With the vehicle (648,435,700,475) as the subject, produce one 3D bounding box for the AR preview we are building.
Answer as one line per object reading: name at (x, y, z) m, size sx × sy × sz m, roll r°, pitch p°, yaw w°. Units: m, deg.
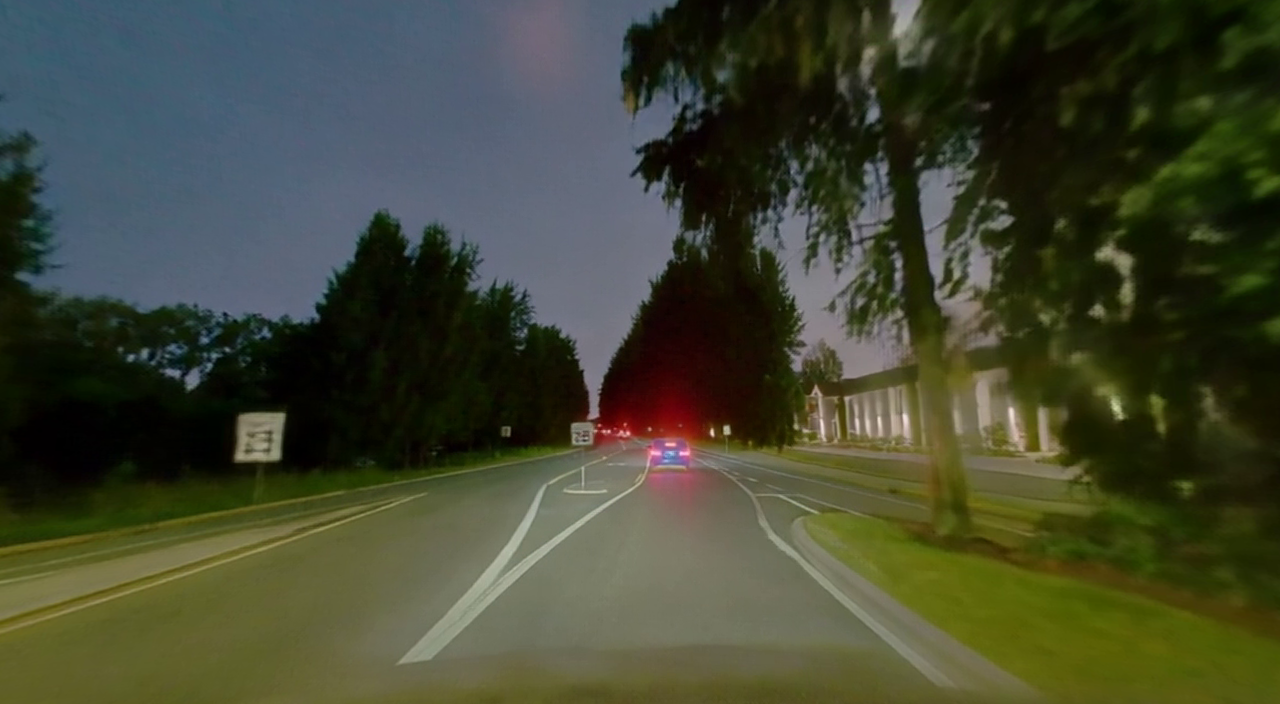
vehicle at (1.511, 4.764, 29.316) m, size 2.216 × 1.708 × 4.110 m, roll 0°, pitch -9°, yaw 1°
